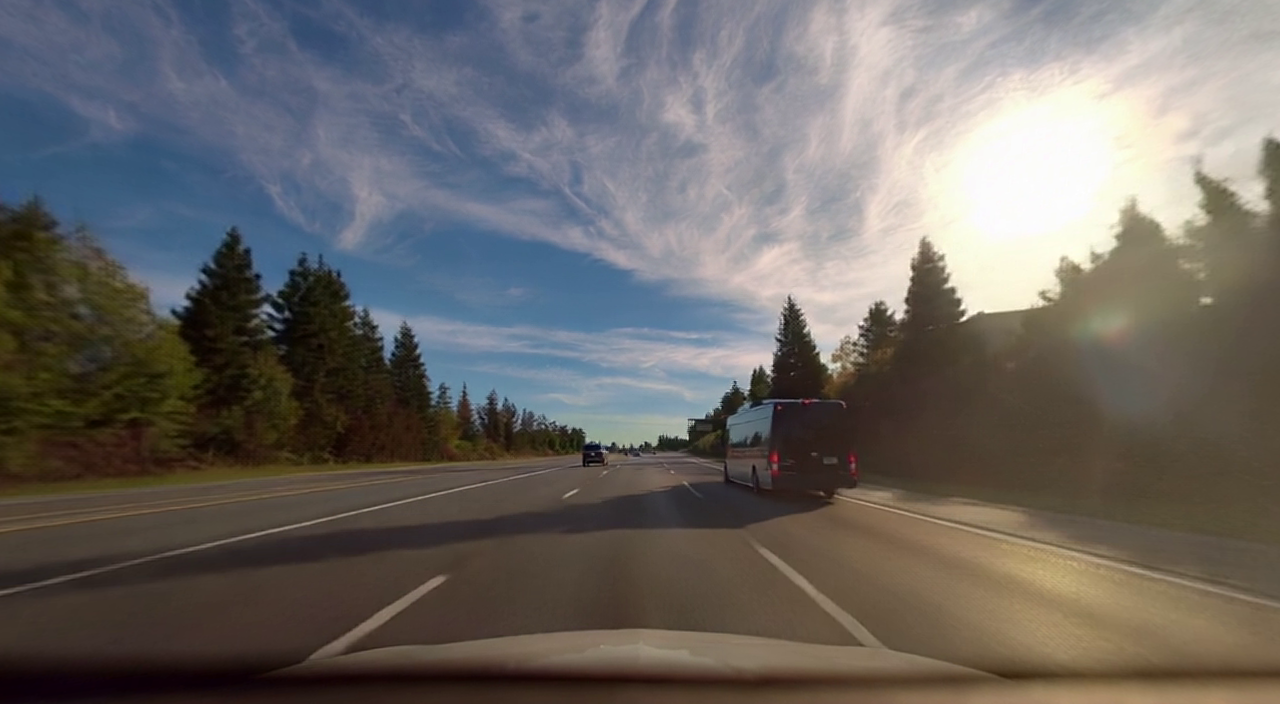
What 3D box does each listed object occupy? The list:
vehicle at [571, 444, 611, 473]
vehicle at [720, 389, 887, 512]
[{"bbox_3d":[-2.887,6.401,38.107,2.020,1.619,4.690,0,-9,1],"label":"vehicle"},{"bbox_3d":[3.964,2.633,16.953,2.614,2.655,6.429,0,-9,-1],"label":"vehicle"}]
